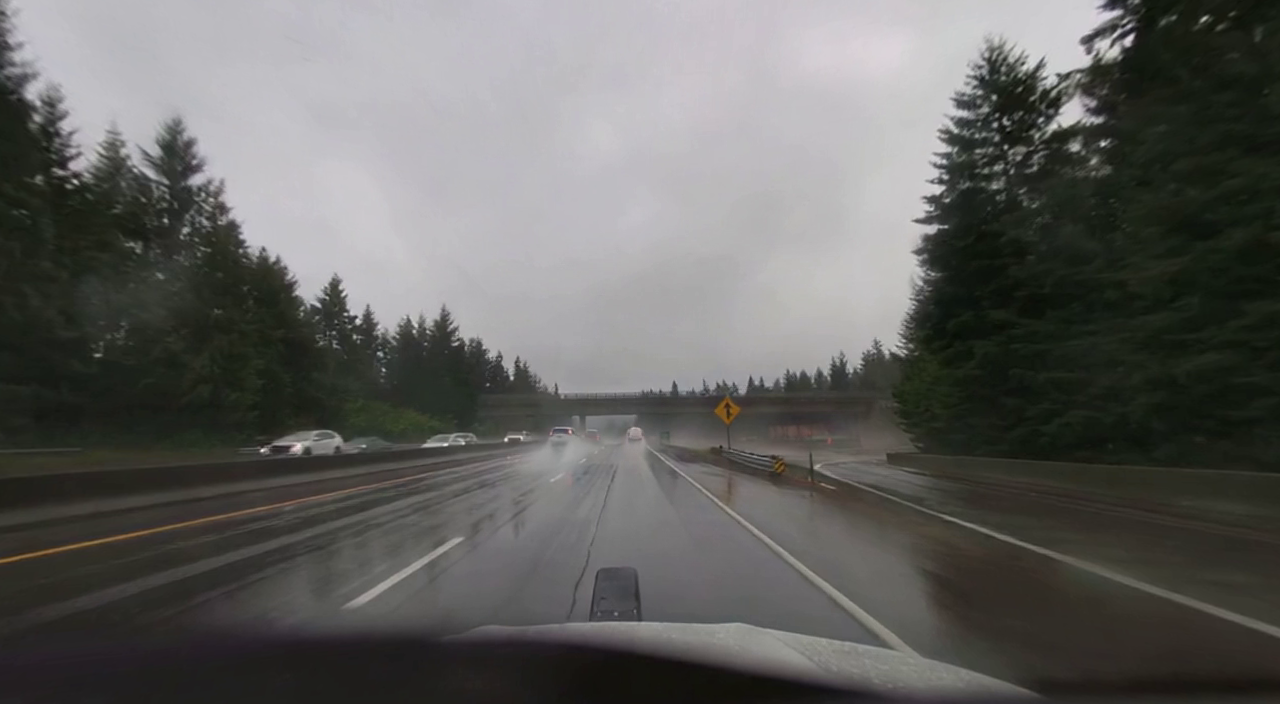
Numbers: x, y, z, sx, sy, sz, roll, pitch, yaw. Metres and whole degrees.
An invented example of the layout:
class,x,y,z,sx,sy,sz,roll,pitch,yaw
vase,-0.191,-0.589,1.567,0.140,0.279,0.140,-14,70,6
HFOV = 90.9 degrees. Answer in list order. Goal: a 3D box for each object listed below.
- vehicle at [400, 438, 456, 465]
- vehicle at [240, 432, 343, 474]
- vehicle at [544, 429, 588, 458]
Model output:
class,x,y,z,sx,sy,sz,roll,pitch,yaw
vehicle,-12.701,5.945,38.028,1.981,1.509,4.269,0,-8,0
vehicle,-17.212,4.986,31.508,2.015,1.861,5.531,0,-8,-1
vehicle,-4.317,5.449,37.491,2.169,1.588,4.264,0,-8,-1
